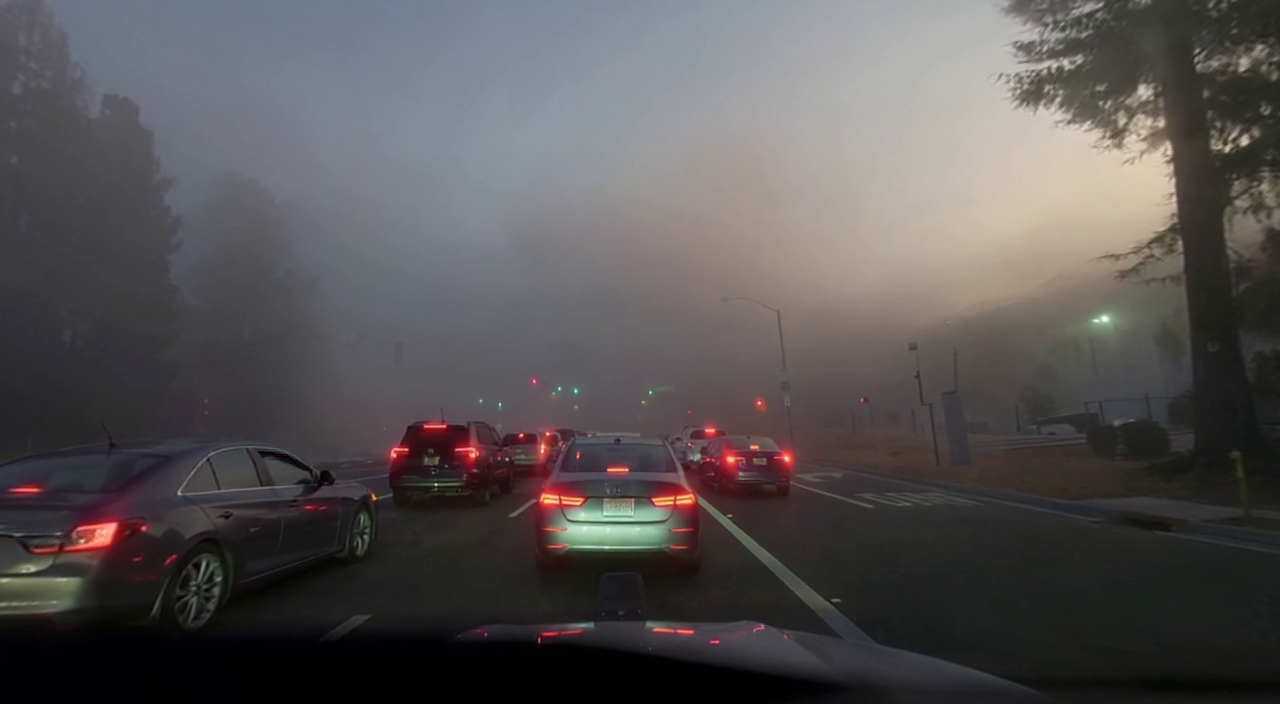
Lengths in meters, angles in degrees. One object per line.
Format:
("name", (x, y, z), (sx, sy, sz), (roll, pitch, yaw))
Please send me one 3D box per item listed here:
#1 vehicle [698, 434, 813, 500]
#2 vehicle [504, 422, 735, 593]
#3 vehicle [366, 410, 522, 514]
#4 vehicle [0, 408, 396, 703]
("vehicle", (2.804, 2.901, 16.420), (1.978, 1.452, 4.381), (0, -8, -3))
("vehicle", (-0.234, 1.658, 7.616), (2.007, 1.467, 4.059), (0, -8, -2))
("vehicle", (-4.032, 2.348, 13.912), (2.054, 1.881, 4.469), (0, -8, -1))
("vehicle", (-3.862, 1.329, 5.263), (1.985, 1.467, 4.224), (0, -9, -1))
